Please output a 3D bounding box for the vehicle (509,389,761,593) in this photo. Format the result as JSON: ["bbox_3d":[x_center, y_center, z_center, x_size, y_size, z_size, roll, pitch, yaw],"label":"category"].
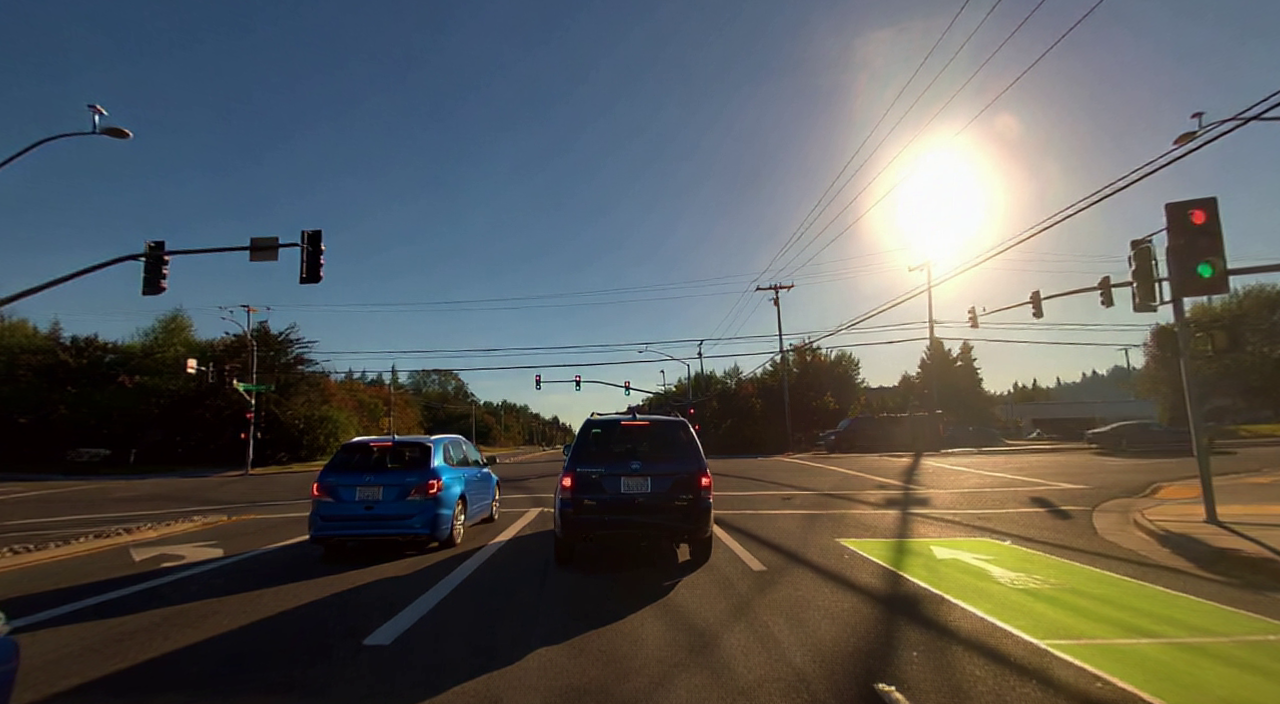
[{"bbox_3d":[-0.076,1.511,7.616,2.182,1.773,4.041,0,-8,-1],"label":"vehicle"}]

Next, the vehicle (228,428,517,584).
[{"bbox_3d":[-2.949,1.757,7.993,1.969,1.486,3.702,0,-8,1],"label":"vehicle"}]

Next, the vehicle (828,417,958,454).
[{"bbox_3d":[13.801,4.607,34.834,6.143,1.944,2.229,-1,-8,5],"label":"vehicle"}]

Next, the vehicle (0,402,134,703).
[{"bbox_3d":[-3.363,0.654,0.427,1.928,1.488,4.936,0,-8,0],"label":"vehicle"}]

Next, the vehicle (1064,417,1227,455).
[{"bbox_3d":[20.565,3.471,25.964,4.715,1.438,2.023,-2,-9,16],"label":"vehicle"}]
